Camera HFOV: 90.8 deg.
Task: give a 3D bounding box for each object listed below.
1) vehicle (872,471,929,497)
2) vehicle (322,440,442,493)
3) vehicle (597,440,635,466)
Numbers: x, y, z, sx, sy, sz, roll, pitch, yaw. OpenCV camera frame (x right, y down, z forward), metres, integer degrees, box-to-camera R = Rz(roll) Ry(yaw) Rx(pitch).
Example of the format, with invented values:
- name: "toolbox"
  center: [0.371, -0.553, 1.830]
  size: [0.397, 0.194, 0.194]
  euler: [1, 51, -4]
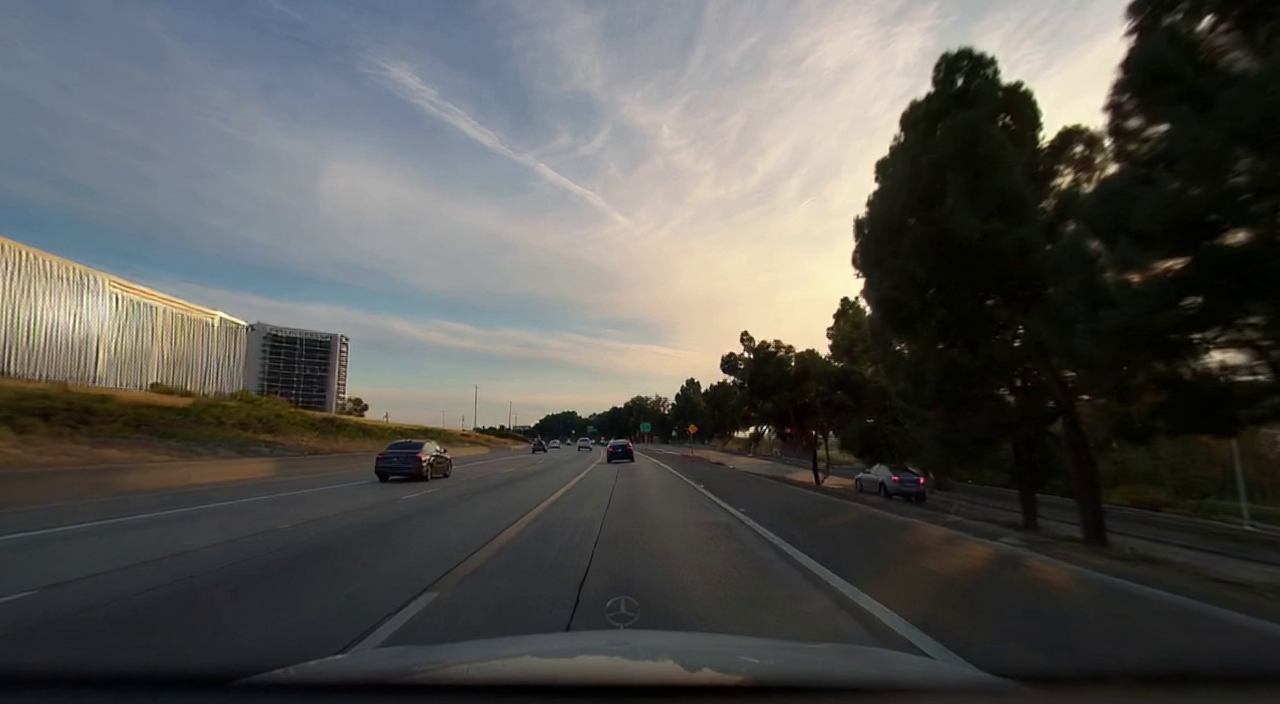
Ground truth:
- name: "vehicle"
  center: [20.432, 10.361, 49.720]
  size: [2.023, 1.782, 4.193]
  euler: [2, -9, -13]
- name: "vehicle"
  center: [-7.885, 3.520, 19.822]
  size: [2.009, 1.454, 4.250]
  euler: [0, -9, -1]
- name: "vehicle"
  center: [-1.317, 5.759, 36.142]
  size: [2.038, 1.414, 4.357]
  euler: [0, -9, -1]
